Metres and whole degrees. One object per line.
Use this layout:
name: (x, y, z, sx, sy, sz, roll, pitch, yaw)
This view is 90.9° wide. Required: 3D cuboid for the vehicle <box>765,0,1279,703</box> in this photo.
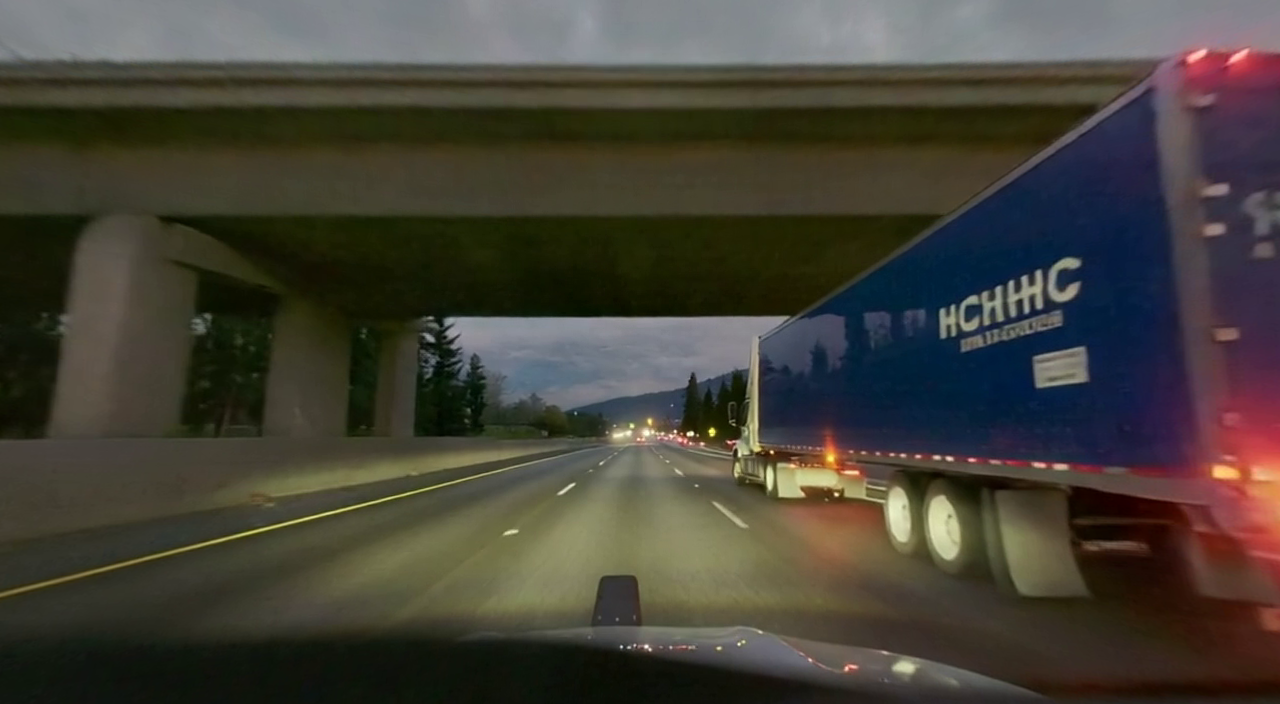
vehicle: (4.148, 0.714, 7.734, 2.849, 3.391, 11.018, 0, -8, -1)
